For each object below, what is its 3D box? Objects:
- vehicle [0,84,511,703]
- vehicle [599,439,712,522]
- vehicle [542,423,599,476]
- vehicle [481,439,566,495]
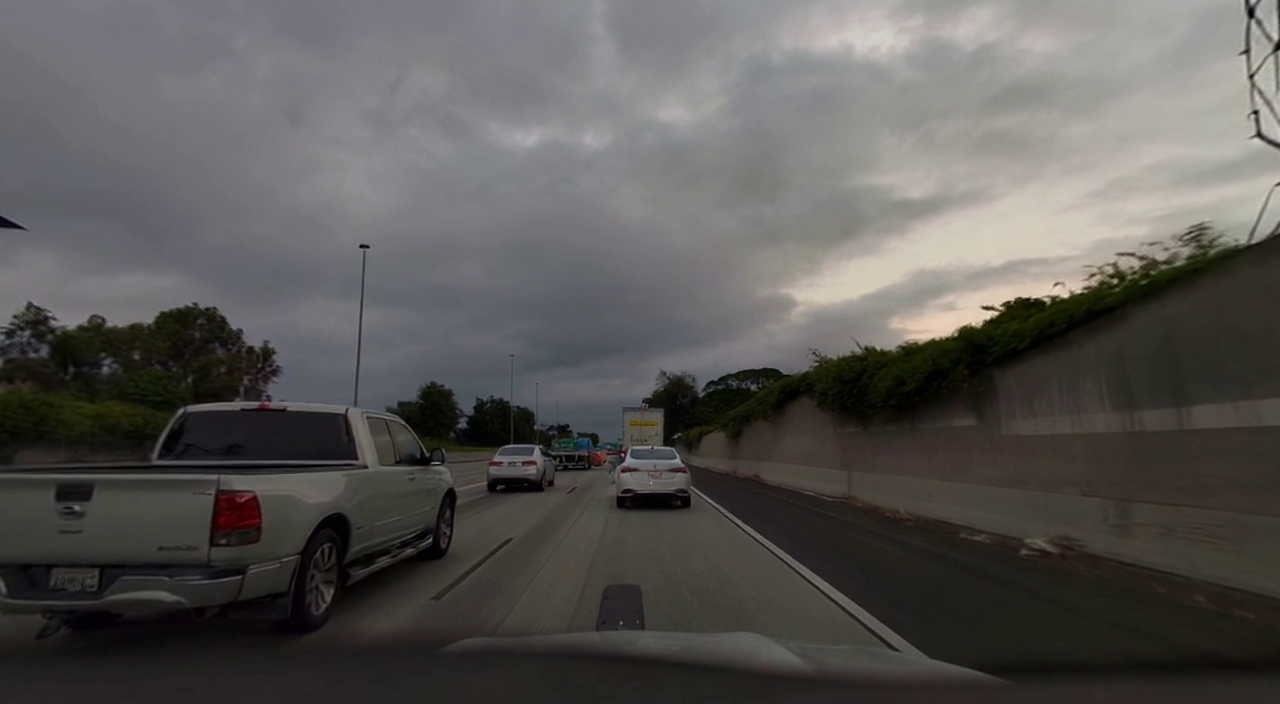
[{"bbox_3d":[-2.998,0.849,5.542,2.289,2.757,6.726,0,-9,0],"label":"vehicle"},{"bbox_3d":[0.266,2.637,13.414,2.063,1.507,3.488,0,-9,-1],"label":"vehicle"},{"bbox_3d":[-3.658,5.316,34.418,2.290,2.613,5.975,0,-9,1],"label":"vehicle"},{"bbox_3d":[-3.650,3.687,20.506,1.963,1.627,3.849,0,-9,1],"label":"vehicle"}]
